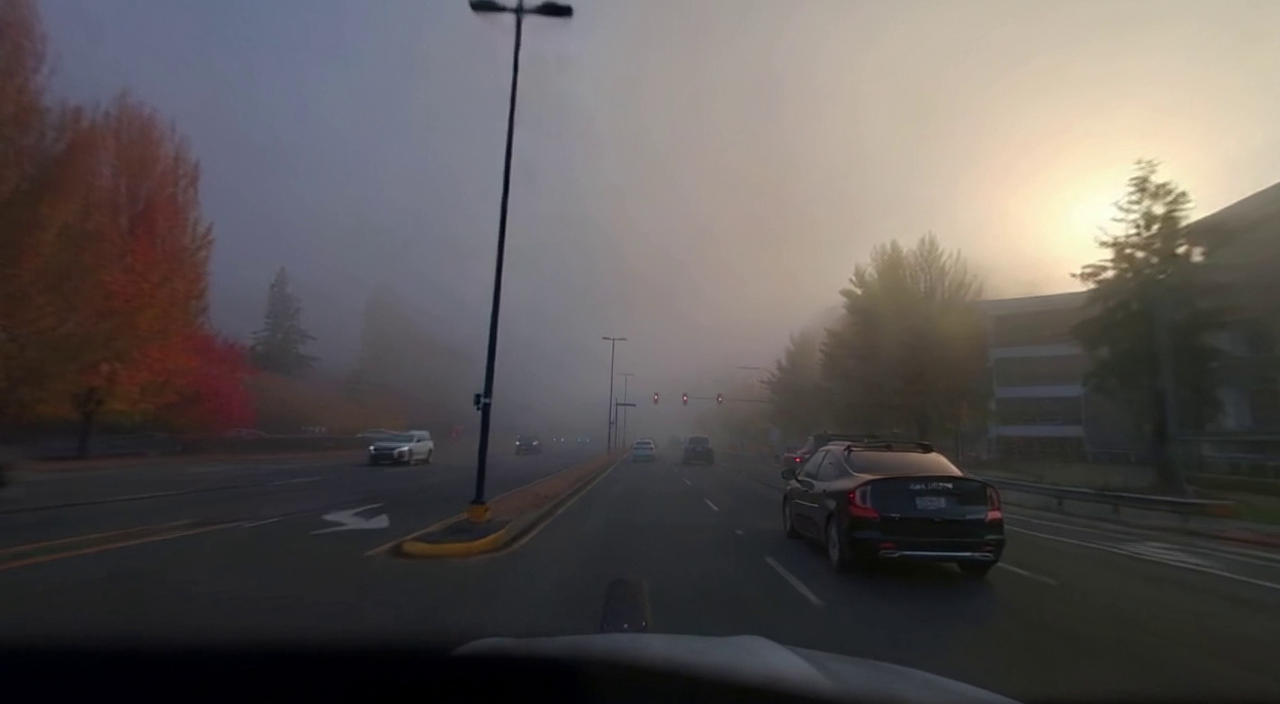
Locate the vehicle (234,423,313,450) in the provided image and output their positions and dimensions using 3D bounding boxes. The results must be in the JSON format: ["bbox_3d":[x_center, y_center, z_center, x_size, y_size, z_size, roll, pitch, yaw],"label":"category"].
[{"bbox_3d":[-26.740,6.234,46.253,2.149,1.809,5.973,1,-9,0],"label":"vehicle"}]

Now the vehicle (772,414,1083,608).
[{"bbox_3d":[2.969,1.696,7.592,1.901,1.634,3.896,2,-8,0],"label":"vehicle"}]

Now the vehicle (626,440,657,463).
[{"bbox_3d":[0.084,6.670,42.459,1.991,1.477,3.814,0,-8,1],"label":"vehicle"}]

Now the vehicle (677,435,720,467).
[{"bbox_3d":[3.567,6.104,39.121,2.154,1.844,4.634,0,-8,-1],"label":"vehicle"}]
